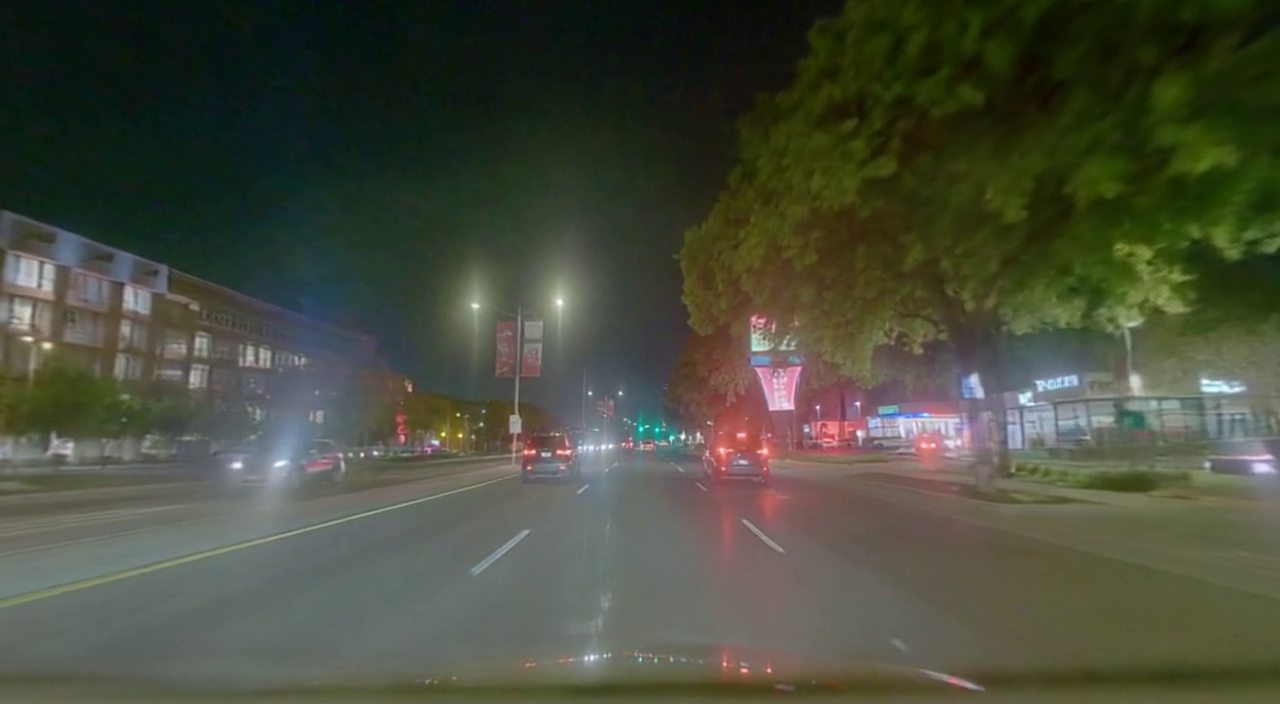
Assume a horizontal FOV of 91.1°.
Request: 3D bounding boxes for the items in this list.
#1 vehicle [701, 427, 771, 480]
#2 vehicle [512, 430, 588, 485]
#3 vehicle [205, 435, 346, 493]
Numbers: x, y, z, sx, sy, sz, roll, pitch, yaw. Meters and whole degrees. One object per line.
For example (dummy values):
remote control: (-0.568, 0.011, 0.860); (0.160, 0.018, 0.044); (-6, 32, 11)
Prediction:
vehicle: (3.713, 4.018, 25.080); (2.024, 1.921, 4.431); (0, -9, -1)
vehicle: (-3.117, 3.769, 22.724); (2.014, 1.775, 4.404); (0, -9, 1)
vehicle: (-12.104, 3.725, 21.288); (2.023, 1.729, 4.478); (0, -9, 0)
